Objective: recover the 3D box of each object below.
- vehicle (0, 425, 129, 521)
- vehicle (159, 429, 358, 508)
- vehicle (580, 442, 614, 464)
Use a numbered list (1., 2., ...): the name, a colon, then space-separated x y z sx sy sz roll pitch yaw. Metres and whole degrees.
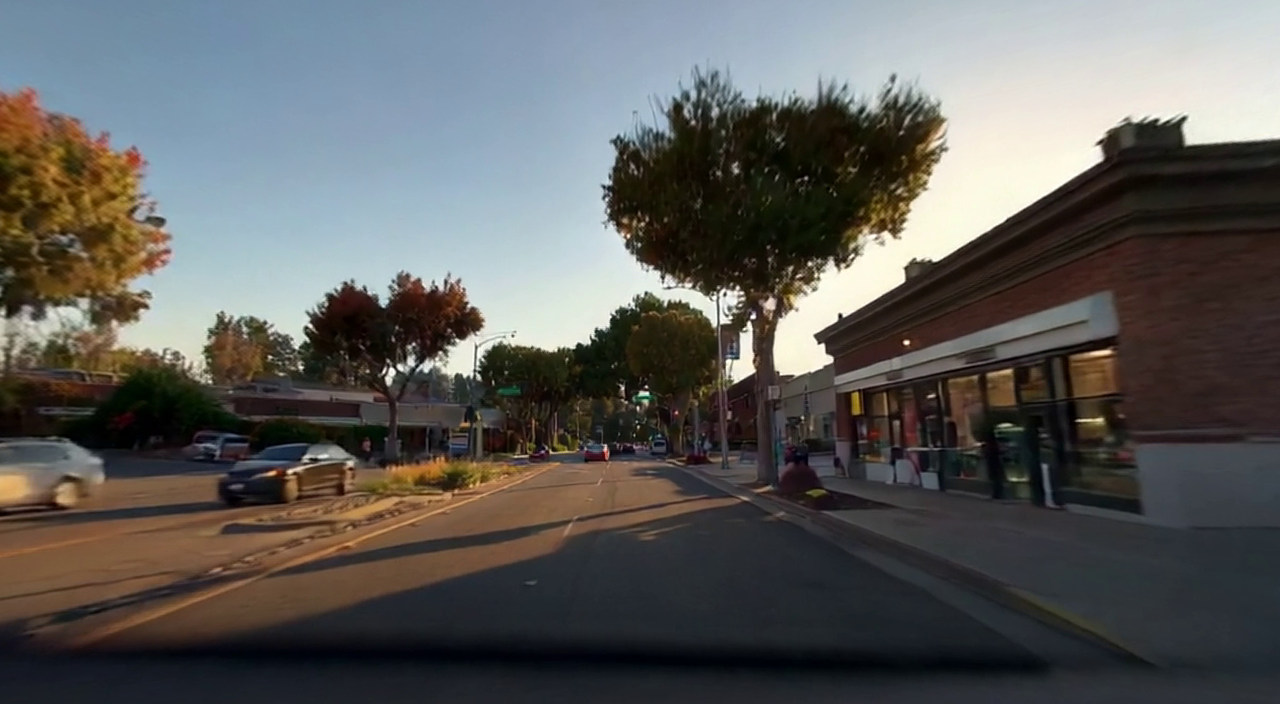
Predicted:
1. vehicle: -12.558 2.252 11.870 2.046 1.716 4.423 -1 -8 2
2. vehicle: -9.224 2.825 15.866 2.052 1.676 4.463 -1 -8 3
3. vehicle: -3.103 7.390 46.478 2.122 1.469 4.388 0 -8 0
